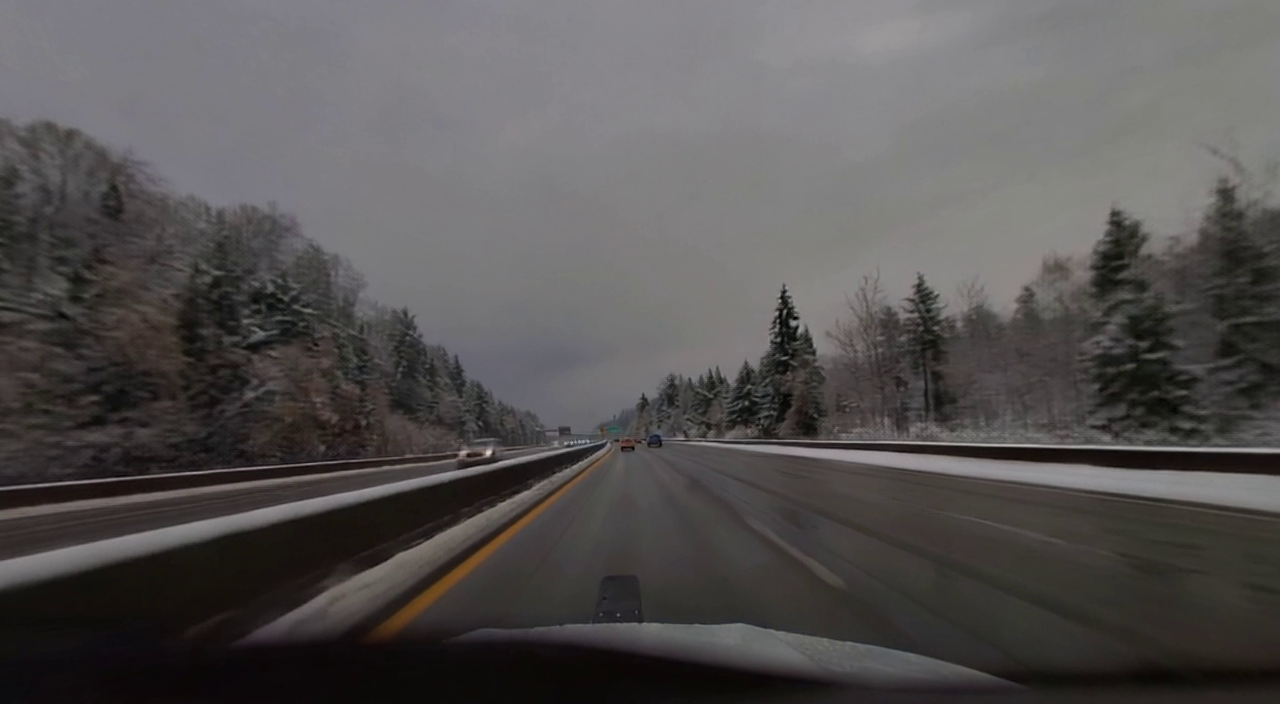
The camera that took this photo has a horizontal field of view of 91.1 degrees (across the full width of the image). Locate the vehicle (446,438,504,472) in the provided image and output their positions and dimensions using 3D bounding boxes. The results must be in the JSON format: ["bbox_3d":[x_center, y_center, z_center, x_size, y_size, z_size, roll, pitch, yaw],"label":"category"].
[{"bbox_3d":[-9.741,6.059,37.500,2.083,1.878,5.006,0,-8,0],"label":"vehicle"}]
